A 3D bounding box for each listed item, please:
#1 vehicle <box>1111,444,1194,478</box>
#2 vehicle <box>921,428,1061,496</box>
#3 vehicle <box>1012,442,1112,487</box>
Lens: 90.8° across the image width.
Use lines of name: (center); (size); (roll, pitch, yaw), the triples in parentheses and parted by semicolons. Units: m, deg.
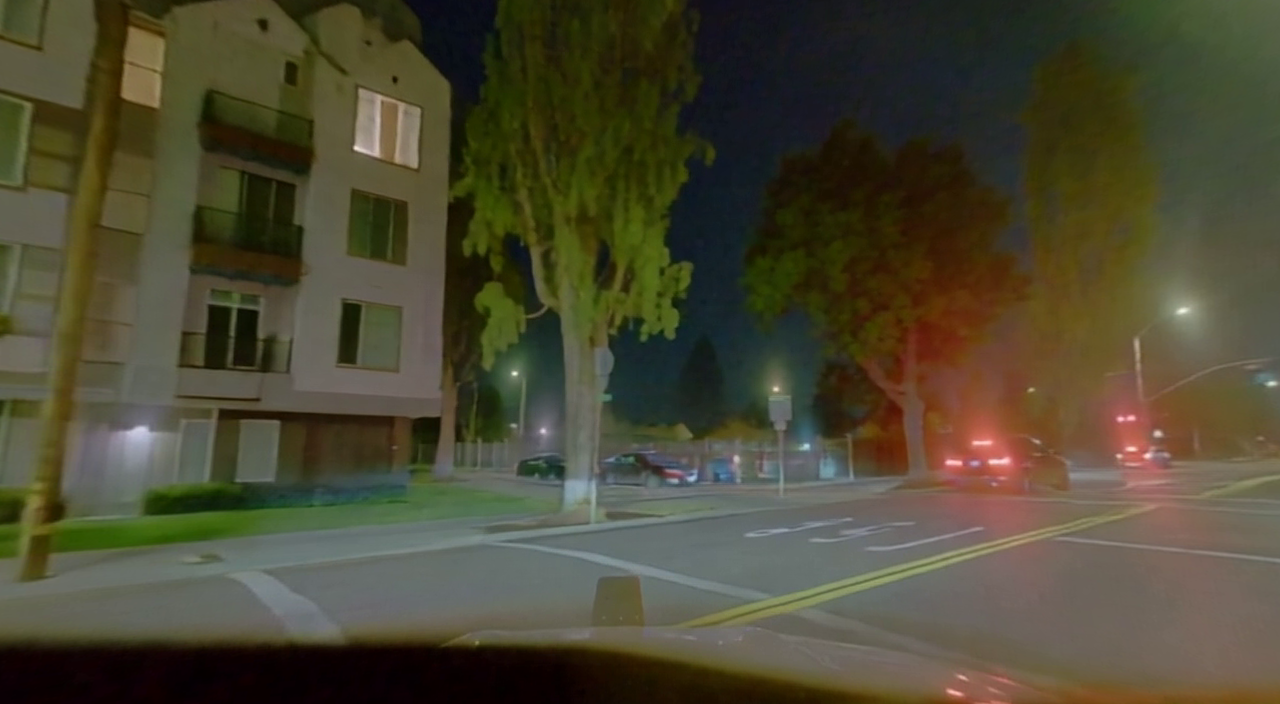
vehicle: (24.083, 5.054, 29.618); (4.630, 1.484, 1.934); (7, -11, -39)
vehicle: (10.693, 3.267, 19.149); (4.619, 1.817, 1.993); (7, -11, -39)
vehicle: (15.369, 4.028, 22.927); (4.313, 1.462, 1.789); (7, -11, -40)
